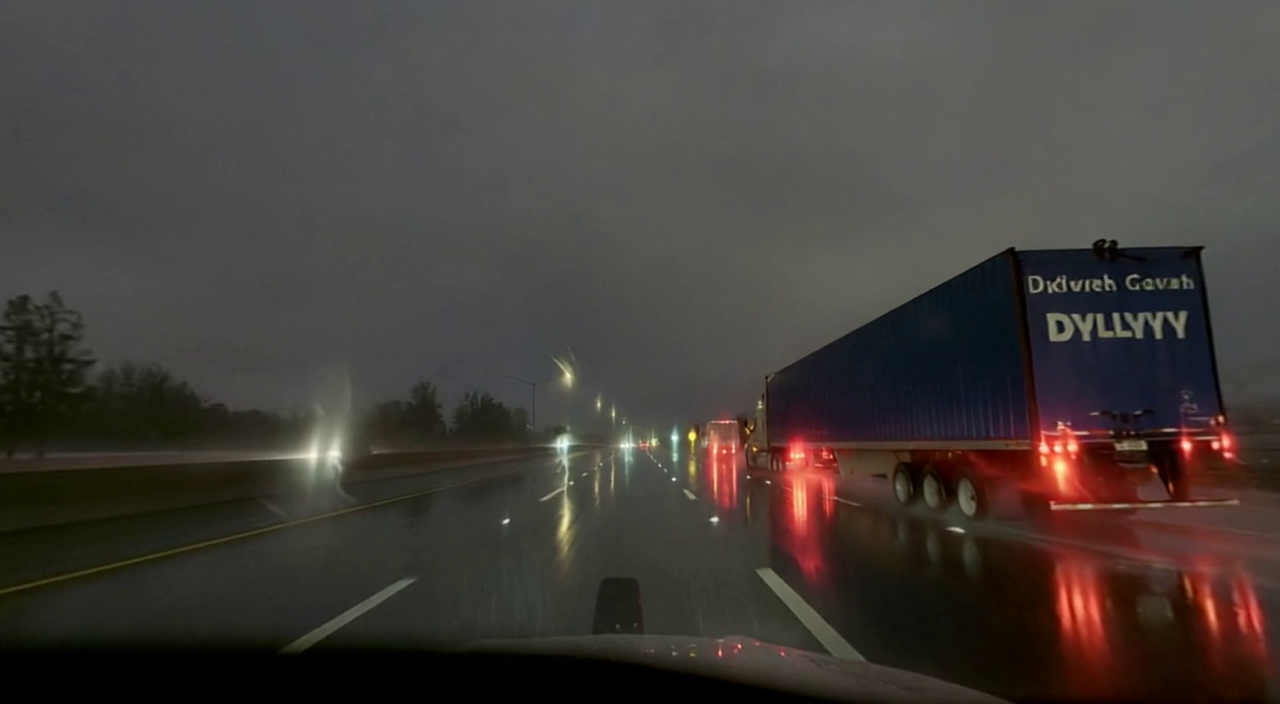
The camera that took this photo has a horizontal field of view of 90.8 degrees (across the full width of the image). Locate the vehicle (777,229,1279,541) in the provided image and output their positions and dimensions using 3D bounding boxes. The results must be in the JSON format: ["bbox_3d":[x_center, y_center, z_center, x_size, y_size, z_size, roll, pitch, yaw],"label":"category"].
[{"bbox_3d":[6.832,1.516,15.992,2.962,3.947,16.241,0,-8,0],"label":"vehicle"}]
